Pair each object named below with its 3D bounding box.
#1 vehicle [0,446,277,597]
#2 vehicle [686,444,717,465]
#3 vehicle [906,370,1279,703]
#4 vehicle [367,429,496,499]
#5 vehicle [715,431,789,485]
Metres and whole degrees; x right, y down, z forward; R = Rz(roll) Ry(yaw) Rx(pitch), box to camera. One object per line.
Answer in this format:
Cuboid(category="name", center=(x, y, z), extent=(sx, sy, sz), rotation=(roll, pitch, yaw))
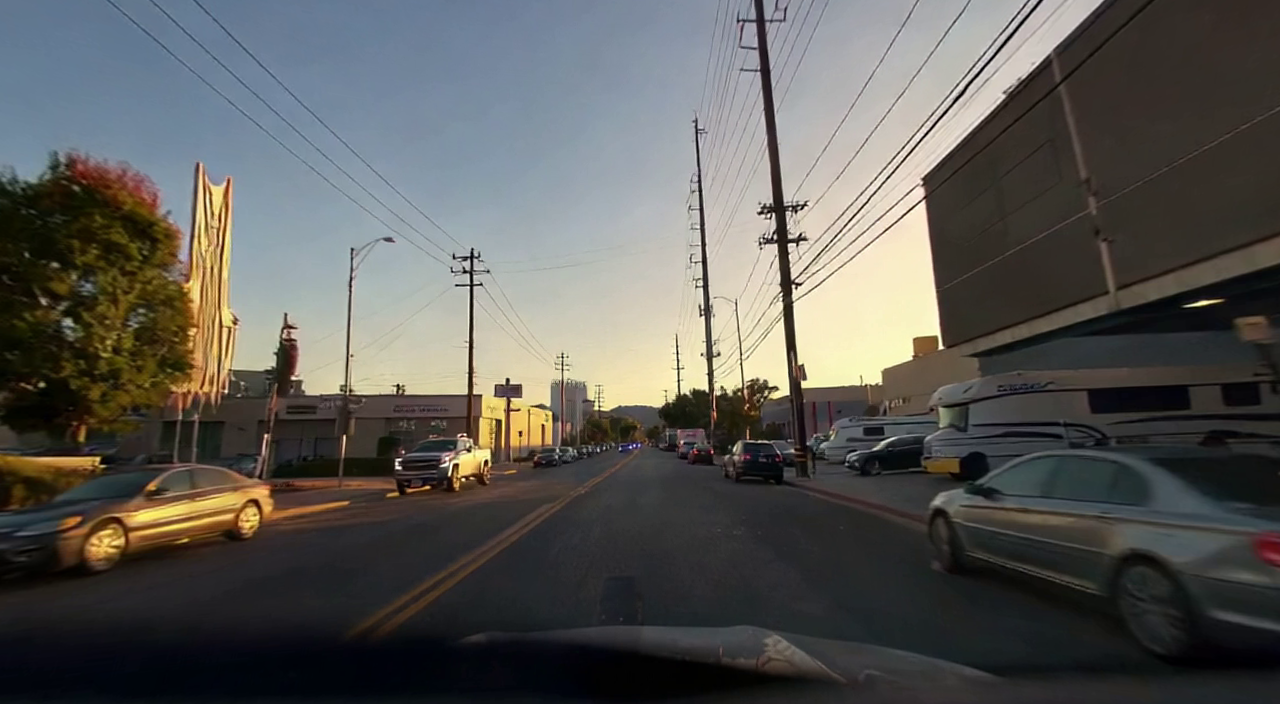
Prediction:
Cuboid(category="vehicle", center=(-7.493, 2.167, 8.996), extent=(1.905, 1.488, 4.674), rotation=(-3, -8, 0))
Cuboid(category="vehicle", center=(4.552, 7.687, 47.454), extent=(1.919, 1.453, 4.425), rotation=(0, -8, 0))
Cuboid(category="vehicle", center=(4.119, 1.272, 5.396), extent=(1.944, 1.801, 3.874), rotation=(0, -8, -1))
Cuboid(category="vehicle", center=(-7.578, 4.104, 24.004), extent=(2.692, 2.152, 6.686), rotation=(-2, -8, 0))
Cuboid(category="vehicle", center=(4.298, 4.140, 25.035), extent=(2.087, 1.892, 4.579), rotation=(0, -8, 0))
